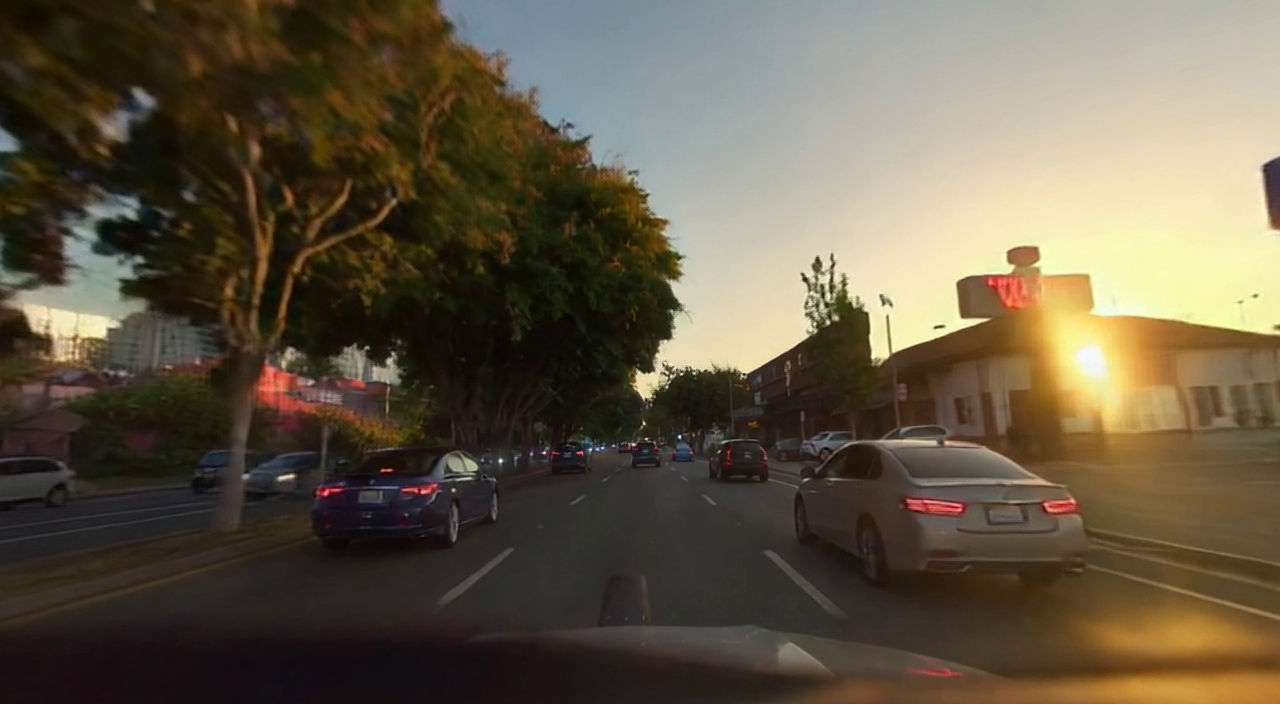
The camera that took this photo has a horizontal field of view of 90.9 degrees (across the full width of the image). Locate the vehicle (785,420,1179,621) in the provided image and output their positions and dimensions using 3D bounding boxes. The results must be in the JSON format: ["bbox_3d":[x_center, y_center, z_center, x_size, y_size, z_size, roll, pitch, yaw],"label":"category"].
[{"bbox_3d":[3.128,1.614,7.132,1.919,1.502,4.572,0,-8,0],"label":"vehicle"}]

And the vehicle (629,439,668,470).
[{"bbox_3d":[0.483,6.023,37.168,2.192,1.674,4.124,0,-8,0],"label":"vehicle"}]

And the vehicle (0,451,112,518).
[{"bbox_3d":[-18.704,3.865,18.663,2.062,1.804,4.687,0,-8,-1],"label":"vehicle"}]

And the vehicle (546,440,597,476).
[{"bbox_3d":[-3.292,5.164,30.961,1.988,1.645,3.995,0,-8,1],"label":"vehicle"}]

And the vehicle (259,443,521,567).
[{"bbox_3d":[-3.210,2.032,9.271,2.013,1.354,4.393,0,-8,1],"label":"vehicle"}]

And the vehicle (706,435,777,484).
[{"bbox_3d":[3.860,4.177,24.891,1.980,1.709,4.813,0,-8,0],"label":"vehicle"}]
